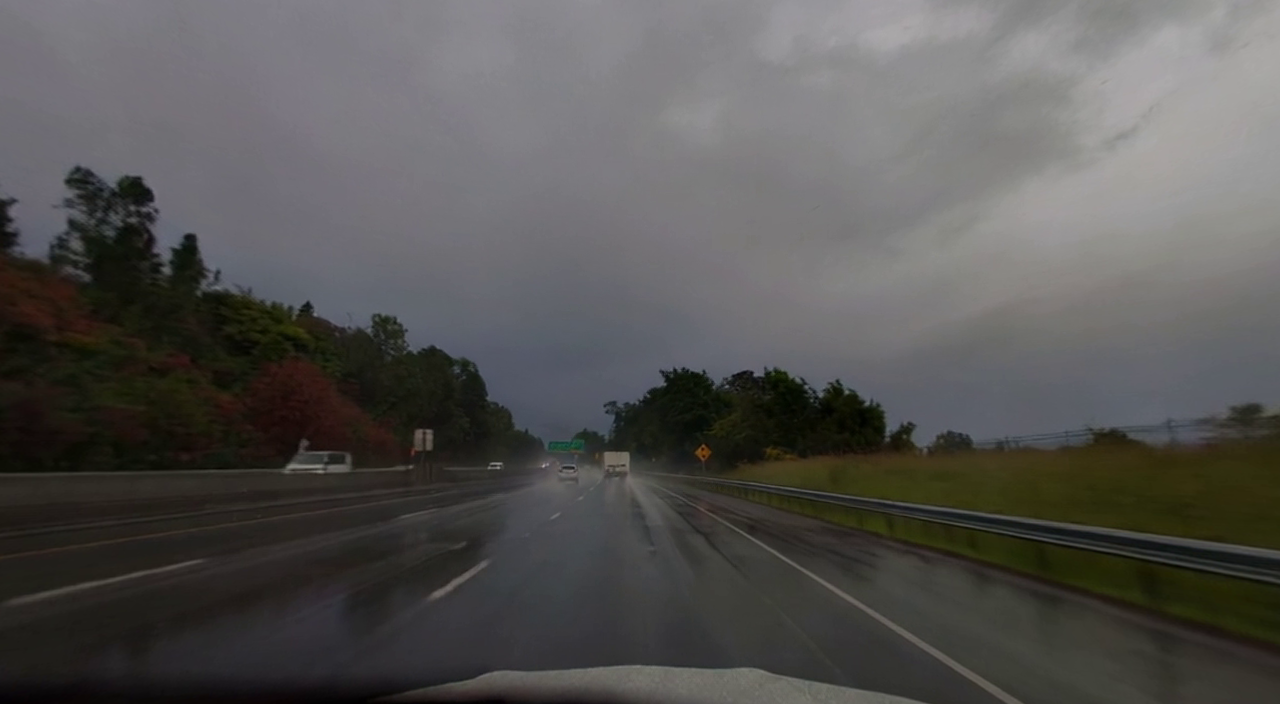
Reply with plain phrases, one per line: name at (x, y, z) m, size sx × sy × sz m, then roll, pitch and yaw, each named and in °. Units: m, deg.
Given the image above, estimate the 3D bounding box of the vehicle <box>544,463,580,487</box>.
vehicle at (-5.340, 8.538, 43.756) m, size 2.115 × 1.546 × 4.638 m, roll 1°, pitch -10°, yaw -2°

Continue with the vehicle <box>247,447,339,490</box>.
vehicle at (-18.152, 6.146, 33.310) m, size 2.054 × 2.055 × 4.995 m, roll 1°, pitch -10°, yaw -2°
